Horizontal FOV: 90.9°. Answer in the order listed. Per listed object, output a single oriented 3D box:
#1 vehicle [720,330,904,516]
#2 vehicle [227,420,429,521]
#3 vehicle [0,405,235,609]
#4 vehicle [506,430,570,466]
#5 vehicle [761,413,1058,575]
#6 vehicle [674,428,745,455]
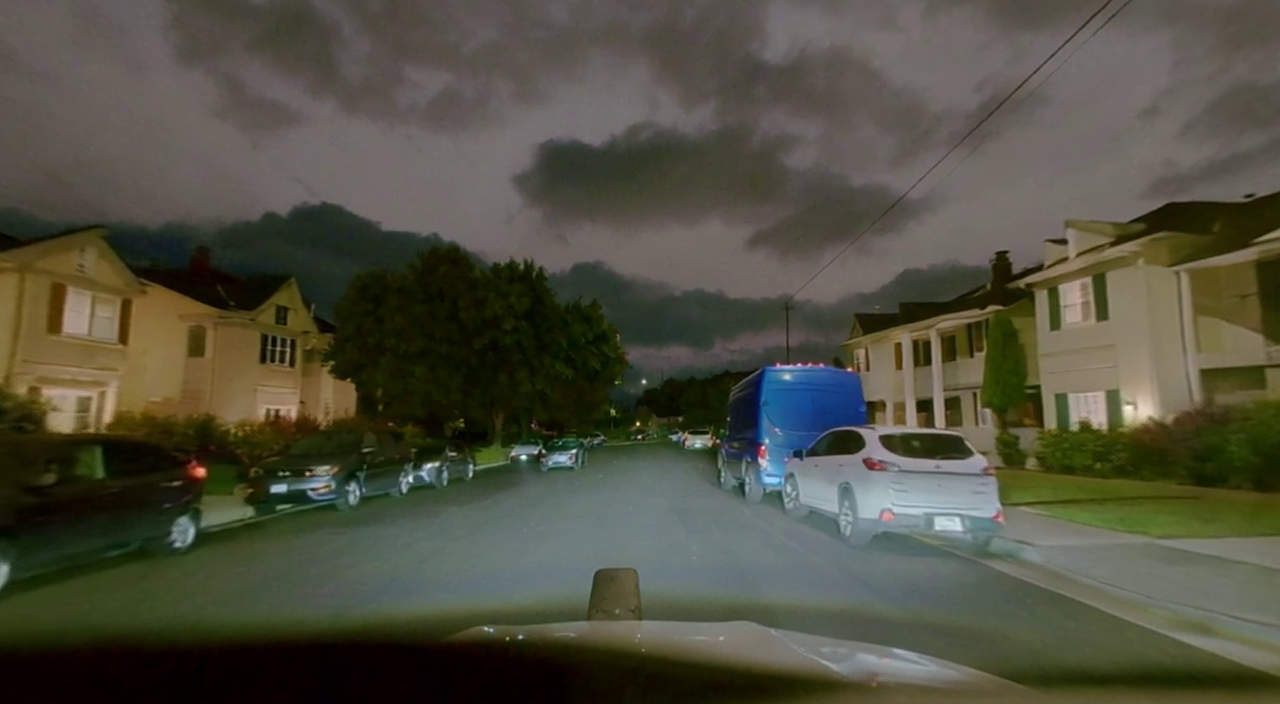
[{"bbox_3d":[3.256,1.585,13.726,2.317,3.096,6.383,0,-7,1],"label":"vehicle"},{"bbox_3d":[-5.716,2.133,12.137,1.834,1.532,3.628,3,-6,3],"label":"vehicle"},{"bbox_3d":[-5.804,1.373,5.962,1.734,1.549,3.465,-4,-7,-1],"label":"vehicle"},{"bbox_3d":[-4.608,4.367,29.023,1.941,1.515,3.995,-1,-8,6],"label":"vehicle"},{"bbox_3d":[2.949,1.619,8.150,1.955,1.500,4.410,0,-8,1],"label":"vehicle"},{"bbox_3d":[4.647,5.970,42.116,4.317,1.453,1.889,0,-8,-28],"label":"vehicle"}]
